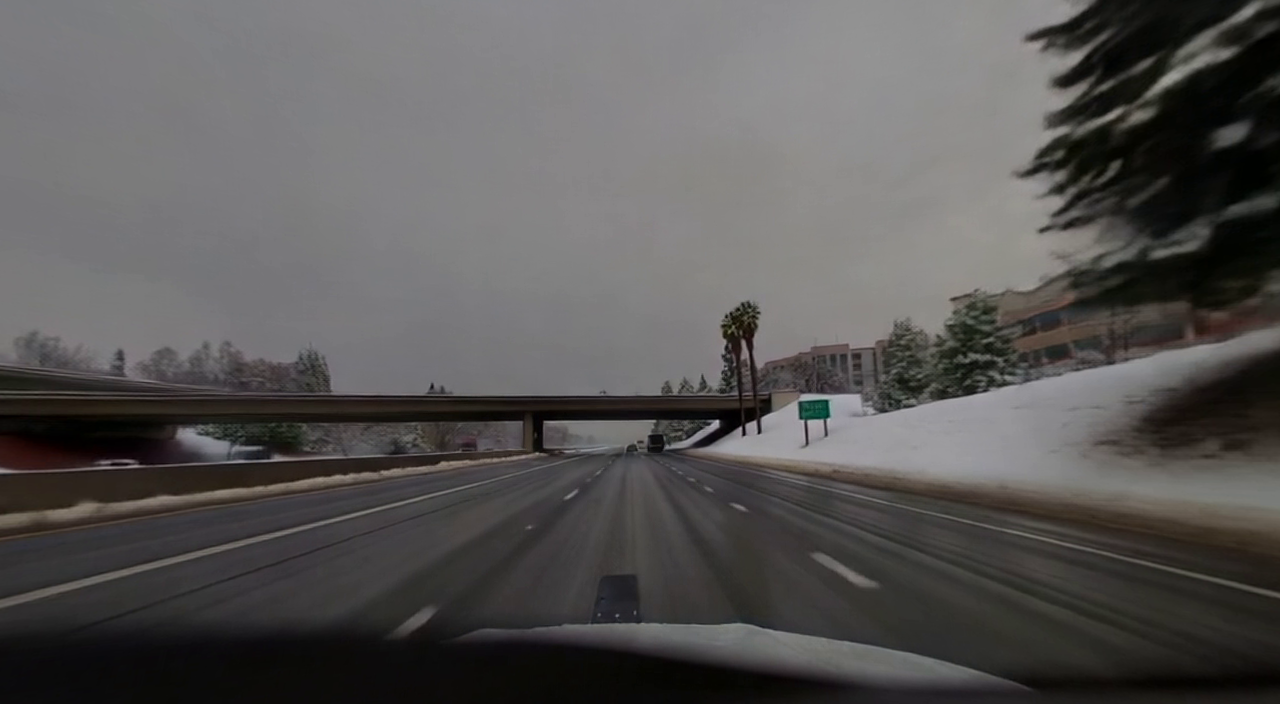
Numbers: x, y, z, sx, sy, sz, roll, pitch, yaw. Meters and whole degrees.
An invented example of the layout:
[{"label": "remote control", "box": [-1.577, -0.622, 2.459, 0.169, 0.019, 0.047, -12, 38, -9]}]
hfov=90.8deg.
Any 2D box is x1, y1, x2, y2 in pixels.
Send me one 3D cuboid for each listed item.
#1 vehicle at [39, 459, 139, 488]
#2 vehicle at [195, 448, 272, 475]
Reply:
[{"label": "vehicle", "box": [-33.738, 7.441, 38.893, 1.877, 1.524, 4.752, 0, -8, 0]}, {"label": "vehicle", "box": [-29.215, 7.877, 45.636, 2.137, 1.784, 5.111, 0, -8, -1]}]
